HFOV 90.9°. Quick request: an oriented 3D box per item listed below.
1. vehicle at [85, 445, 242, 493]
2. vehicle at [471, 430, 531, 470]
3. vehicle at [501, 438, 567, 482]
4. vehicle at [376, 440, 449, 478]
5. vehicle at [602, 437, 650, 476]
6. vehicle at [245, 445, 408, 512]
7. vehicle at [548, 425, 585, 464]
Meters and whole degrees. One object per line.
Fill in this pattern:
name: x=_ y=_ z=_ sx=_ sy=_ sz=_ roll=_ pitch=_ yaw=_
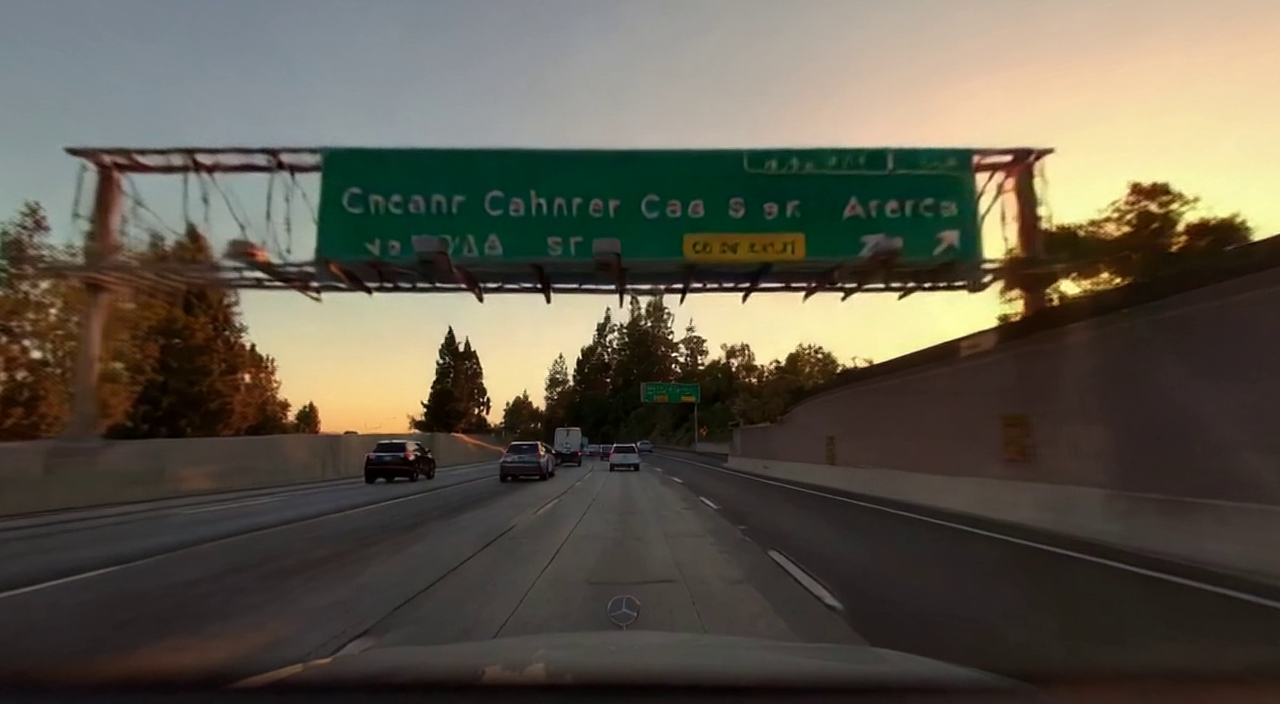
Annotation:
vehicle: x=-16.129 y=3.943 z=21.734 sx=1.932 sy=1.448 sz=4.507 roll=0 pitch=-8 yaw=-1
vehicle: x=-8.982 y=6.396 z=41.381 sx=2.773 sy=2.402 sz=6.232 roll=0 pitch=-8 yaw=-3
vehicle: x=-4.209 y=4.370 z=25.784 sx=2.005 sy=1.631 sz=4.295 roll=0 pitch=-8 yaw=-1
vehicle: x=-11.861 y=5.580 z=33.247 sx=2.079 sy=1.807 sz=5.187 roll=0 pitch=-8 yaw=-2
vehicle: x=-0.670 y=4.838 z=29.373 sx=2.092 sy=1.671 sz=3.772 roll=0 pitch=-8 yaw=-2
vehicle: x=-7.764 y=3.125 z=16.217 sx=1.896 sy=1.465 sz=4.399 roll=0 pitch=-8 yaw=0
vehicle: x=-5.343 y=6.856 z=46.646 sx=2.279 sy=2.672 sz=5.256 roll=0 pitch=-8 yaw=-2
